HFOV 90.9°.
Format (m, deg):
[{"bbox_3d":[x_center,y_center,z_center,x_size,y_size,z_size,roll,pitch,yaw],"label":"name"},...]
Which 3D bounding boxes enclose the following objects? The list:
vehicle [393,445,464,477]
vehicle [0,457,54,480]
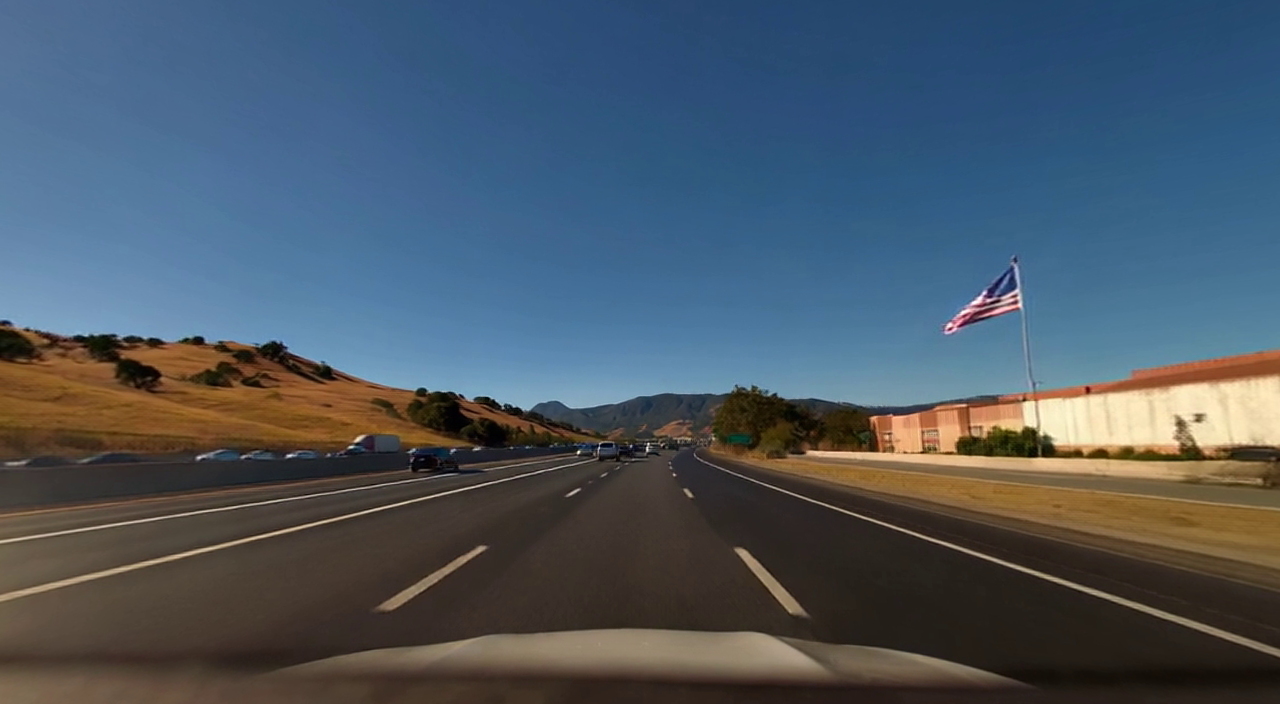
[{"bbox_3d":[-10.724,5.536,32.345,1.927,1.454,4.395,-1,-8,2],"label":"vehicle"},{"bbox_3d":[-41.843,7.755,42.082,1.663,1.425,3.819,0,-8,1],"label":"vehicle"}]
